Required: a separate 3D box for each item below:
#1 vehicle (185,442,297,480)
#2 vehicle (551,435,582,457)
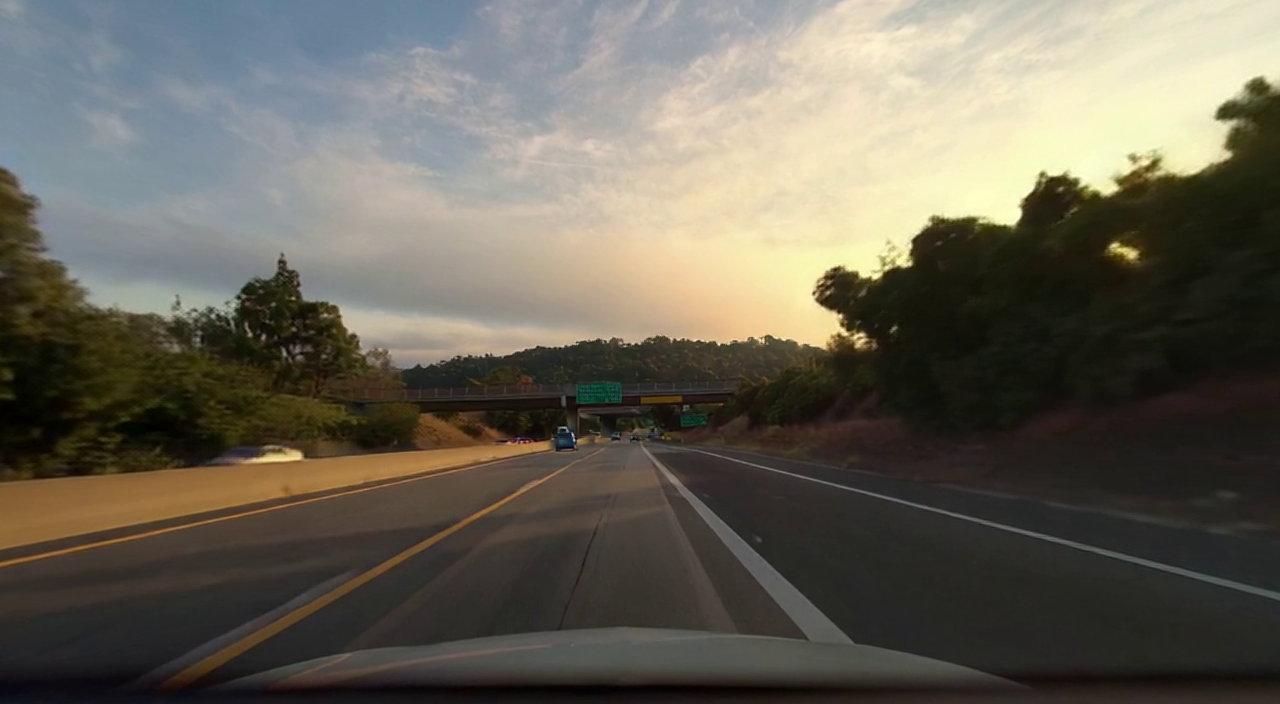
[{"bbox_3d":[-17.308,4.716,27.618,1.913,1.480,4.586,0,-8,0],"label":"vehicle"},{"bbox_3d":[-5.294,6.783,45.654,1.871,1.489,4.093,0,-8,-1],"label":"vehicle"}]
